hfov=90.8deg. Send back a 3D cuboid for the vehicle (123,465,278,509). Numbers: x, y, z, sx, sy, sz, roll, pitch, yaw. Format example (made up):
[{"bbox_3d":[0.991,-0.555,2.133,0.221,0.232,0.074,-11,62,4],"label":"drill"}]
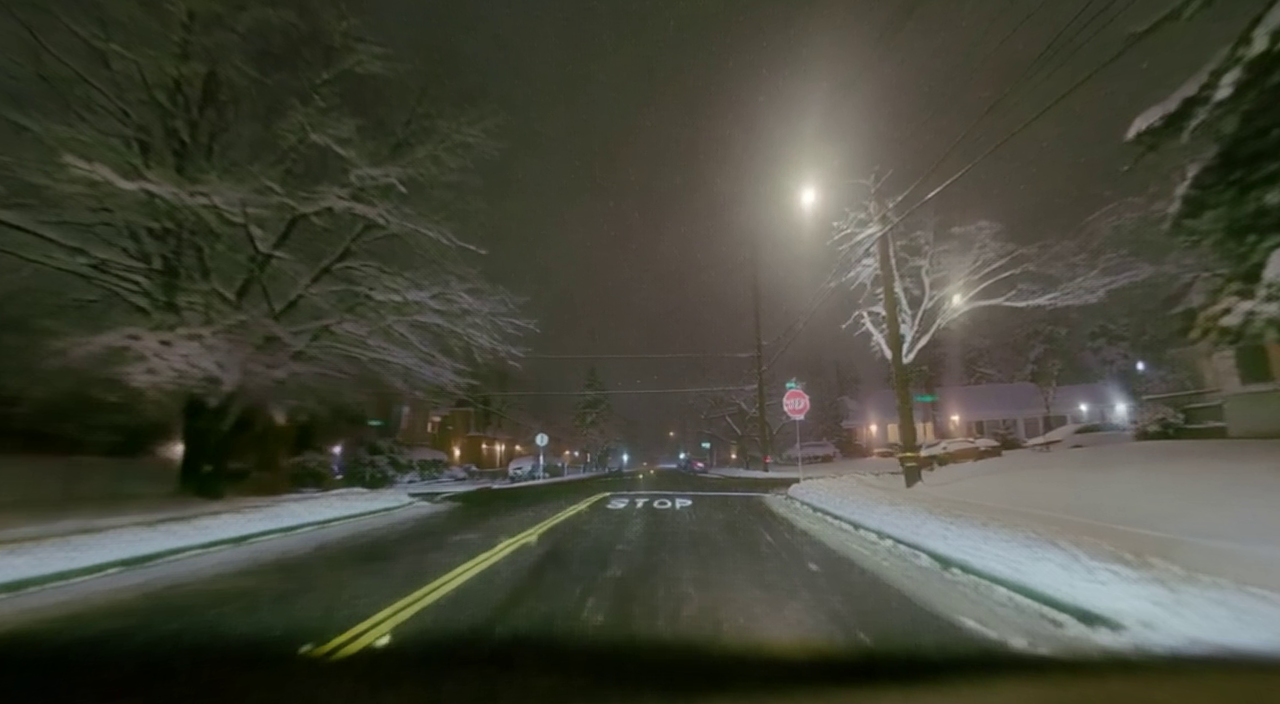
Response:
[{"bbox_3d":[-16.431,5.049,23.801,4.320,1.443,1.867,0,-9,-6],"label":"vehicle"}]

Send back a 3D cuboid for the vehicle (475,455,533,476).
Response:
[{"bbox_3d":[-10.230,8.587,47.697,3.937,1.390,1.644,1,-7,3],"label":"vehicle"}]

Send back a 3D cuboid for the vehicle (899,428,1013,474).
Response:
[{"bbox_3d":[16.420,5.168,32.927,4.788,1.875,2.148,1,-20,-13],"label":"vehicle"}]

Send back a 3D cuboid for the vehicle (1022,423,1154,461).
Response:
[{"bbox_3d":[18.621,3.768,26.272,4.682,1.483,1.917,3,-9,-18],"label":"vehicle"}]
